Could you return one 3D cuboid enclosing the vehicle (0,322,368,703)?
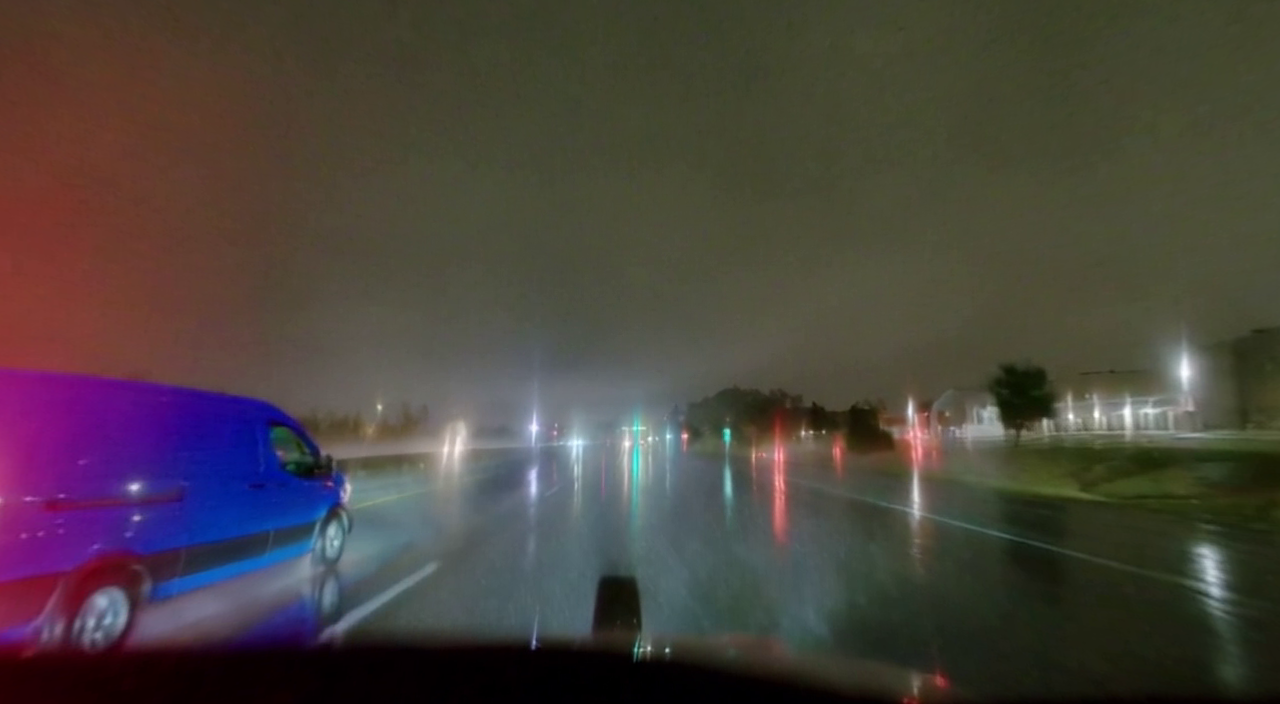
[{"bbox_3d":[-4.188,1.040,4.850,2.104,1.860,4.853,0,-8,-1],"label":"vehicle"}]
